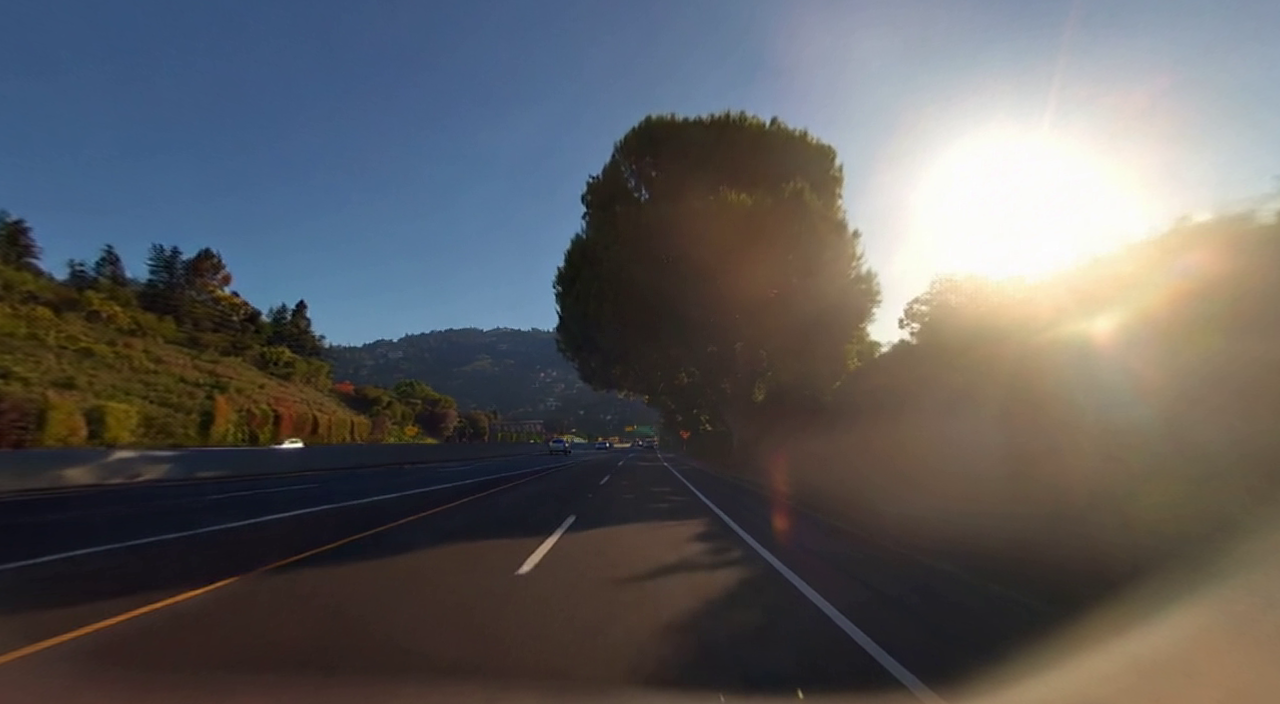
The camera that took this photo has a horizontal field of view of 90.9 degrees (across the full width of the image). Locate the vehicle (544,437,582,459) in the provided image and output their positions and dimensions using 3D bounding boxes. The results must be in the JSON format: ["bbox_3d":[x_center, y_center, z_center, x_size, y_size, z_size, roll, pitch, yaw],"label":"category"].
[{"bbox_3d":[-5.667,7.106,46.852,2.141,1.612,3.998,-1,-8,4],"label":"vehicle"}]
